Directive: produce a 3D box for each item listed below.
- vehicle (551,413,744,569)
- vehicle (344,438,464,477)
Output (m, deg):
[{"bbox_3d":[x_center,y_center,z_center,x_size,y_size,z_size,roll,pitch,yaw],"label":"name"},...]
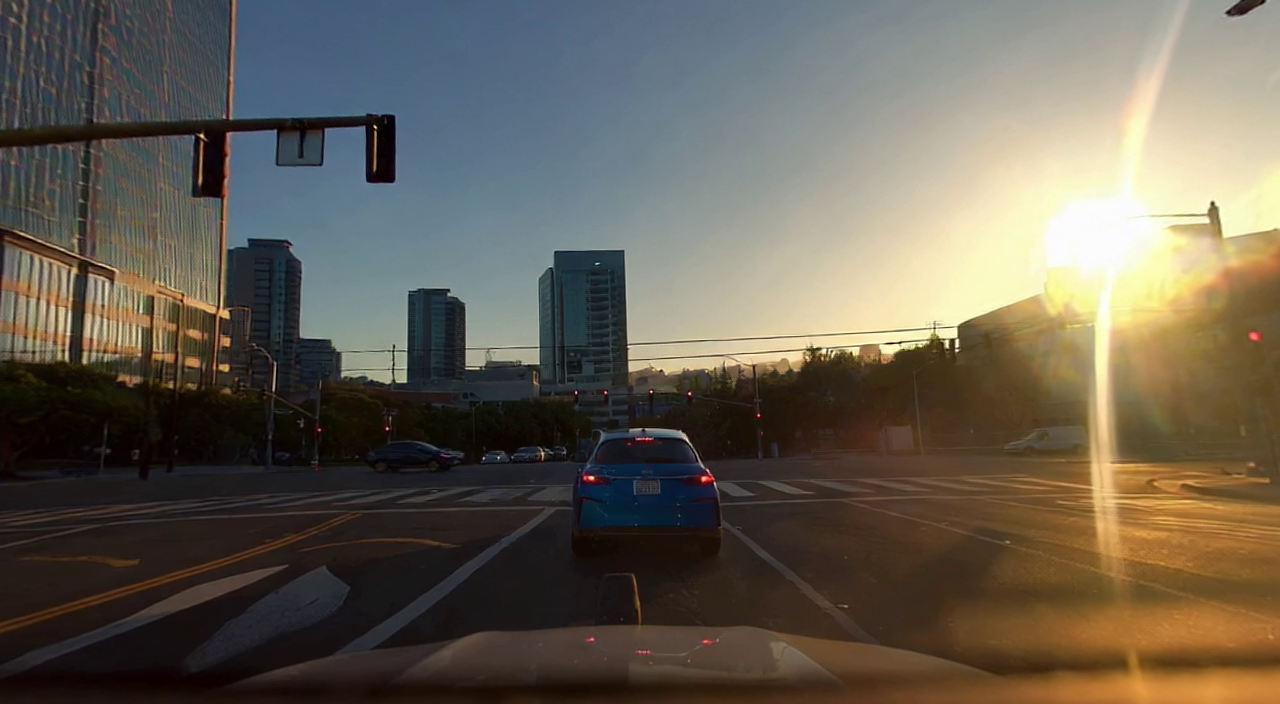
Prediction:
[{"bbox_3d":[0.035,1.758,8.711,2.027,1.626,3.942,0,-8,-1],"label":"vehicle"},{"bbox_3d":[-12.016,5.445,32.423,5.247,1.889,2.050,0,-11,2],"label":"vehicle"}]
